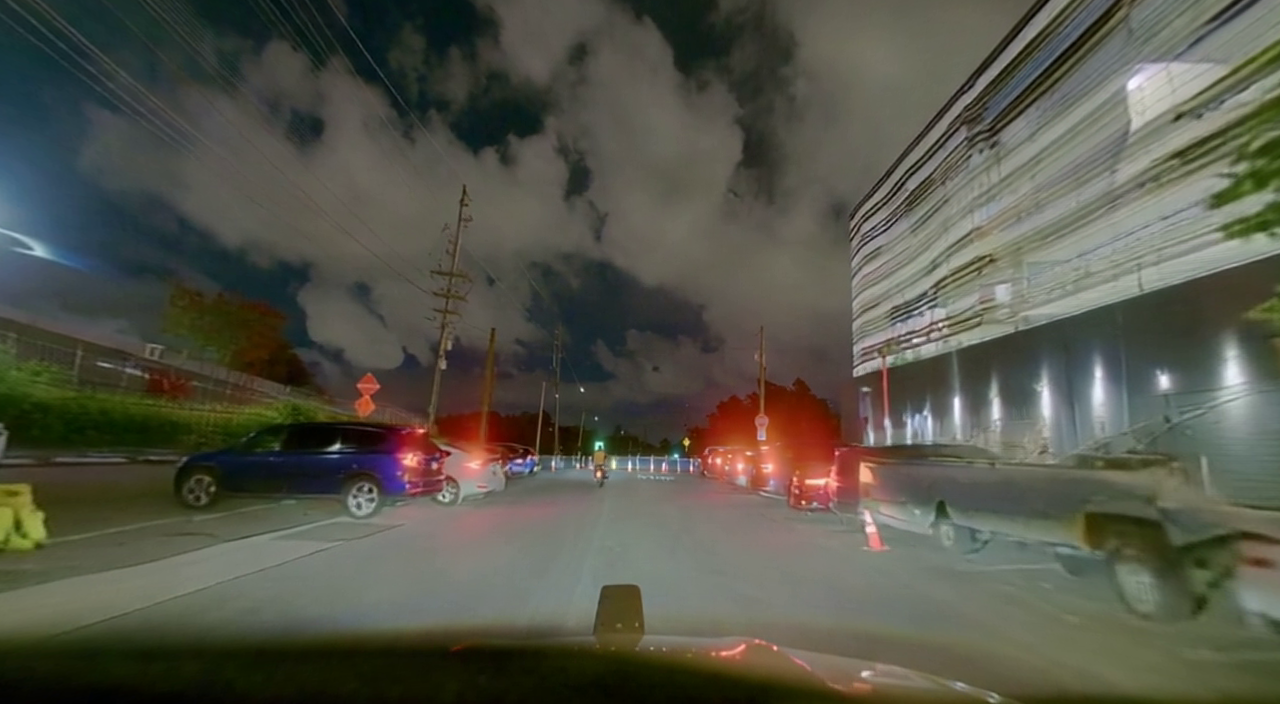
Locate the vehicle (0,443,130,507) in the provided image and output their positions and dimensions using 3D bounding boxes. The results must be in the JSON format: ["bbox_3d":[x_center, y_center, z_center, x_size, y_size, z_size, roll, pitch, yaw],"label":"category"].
[{"bbox_3d":[-15.784,3.042,15.912,1.840,1.477,4.693,0,-9,2],"label":"vehicle"}]

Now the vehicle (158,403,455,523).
[{"bbox_3d":[-6.485,2.245,12.778,4.727,1.976,1.970,3,-11,2],"label":"vehicle"}]

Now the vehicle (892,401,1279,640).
[{"bbox_3d":[4.930,1.400,5.753,4.402,1.770,1.933,0,-9,2],"label":"vehicle"}]
